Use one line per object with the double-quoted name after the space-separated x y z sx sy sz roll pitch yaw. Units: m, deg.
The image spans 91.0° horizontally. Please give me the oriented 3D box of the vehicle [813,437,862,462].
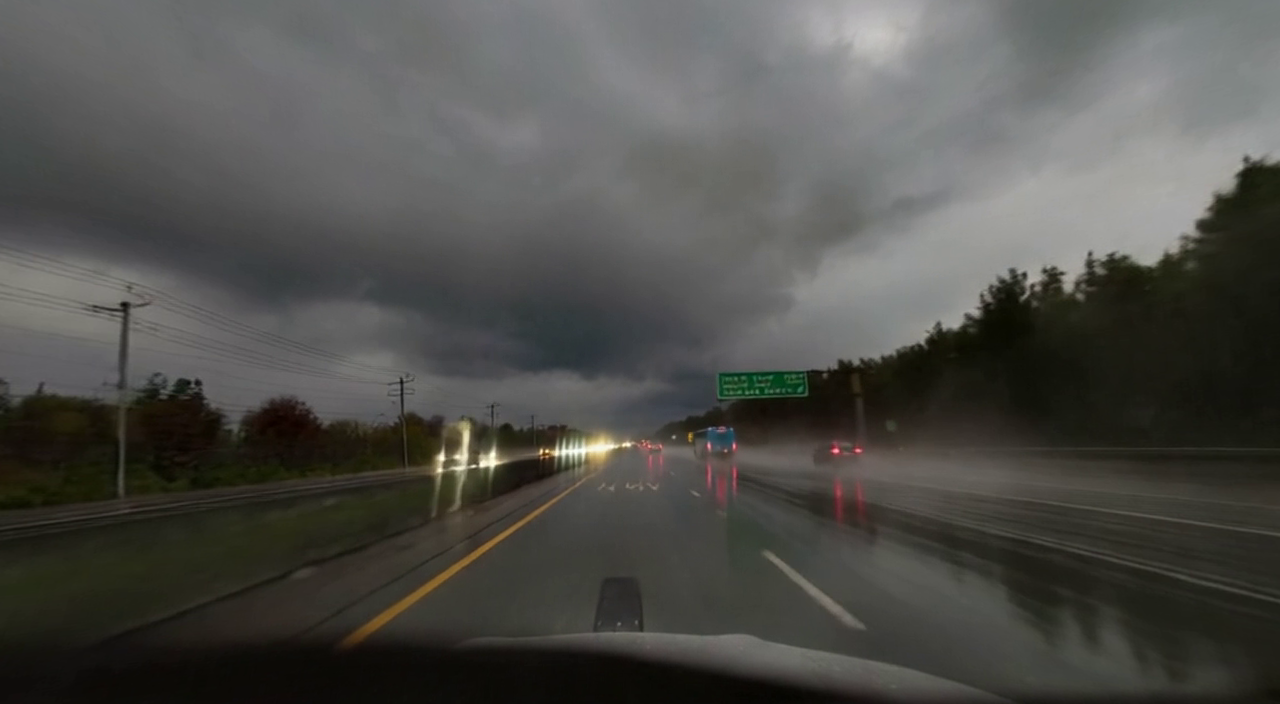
14.385 7.138 46.197 2.079 1.688 4.544 0 -8 0 "vehicle"
